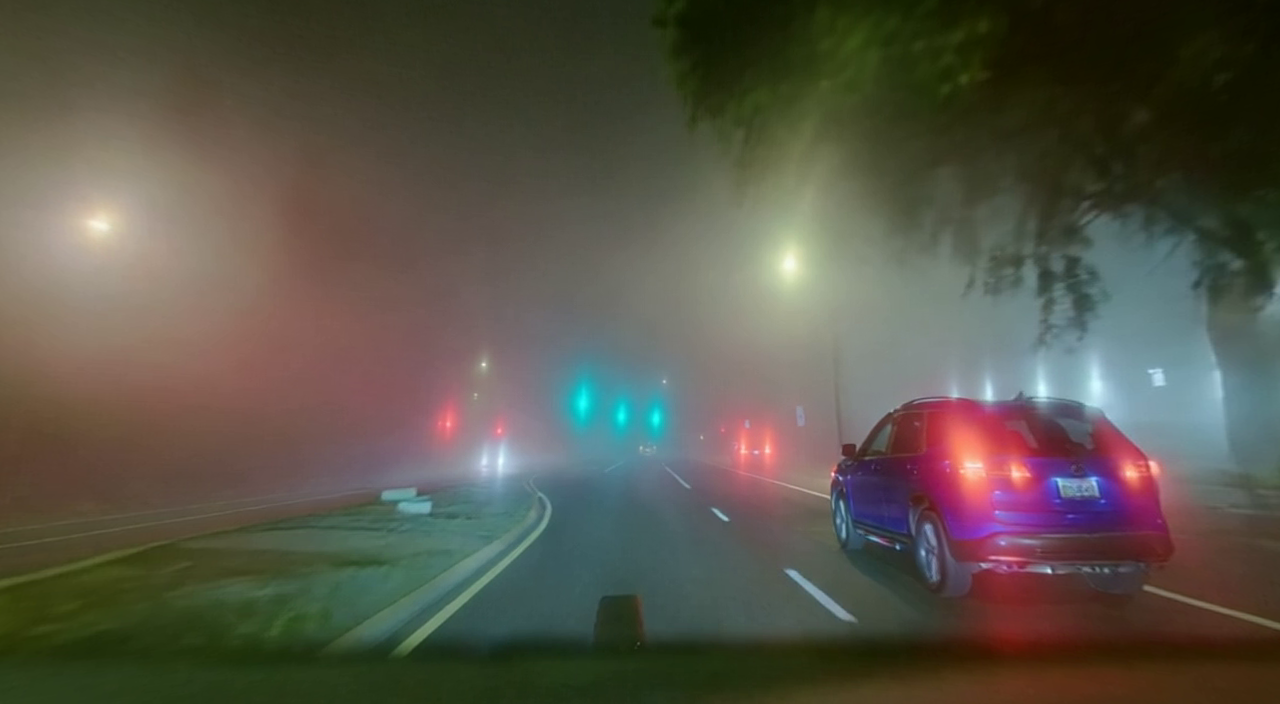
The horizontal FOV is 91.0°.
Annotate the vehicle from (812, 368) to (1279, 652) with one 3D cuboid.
[{"bbox_3d":[3.398,1.350,6.390,2.033,1.865,4.360,0,-8,0],"label":"vehicle"}]

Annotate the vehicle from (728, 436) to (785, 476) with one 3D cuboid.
[{"bbox_3d":[5.698,5.130,31.350,2.085,1.828,5.383,0,-8,3],"label":"vehicle"}]

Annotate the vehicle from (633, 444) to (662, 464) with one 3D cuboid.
[{"bbox_3d":[0.603,7.819,48.333,2.131,1.474,4.146,0,-8,1],"label":"vehicle"}]

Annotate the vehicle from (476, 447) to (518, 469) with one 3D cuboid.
[{"bbox_3d":[-10.840,8.075,48.159,1.955,1.507,4.750,0,-8,2],"label":"vehicle"}]
